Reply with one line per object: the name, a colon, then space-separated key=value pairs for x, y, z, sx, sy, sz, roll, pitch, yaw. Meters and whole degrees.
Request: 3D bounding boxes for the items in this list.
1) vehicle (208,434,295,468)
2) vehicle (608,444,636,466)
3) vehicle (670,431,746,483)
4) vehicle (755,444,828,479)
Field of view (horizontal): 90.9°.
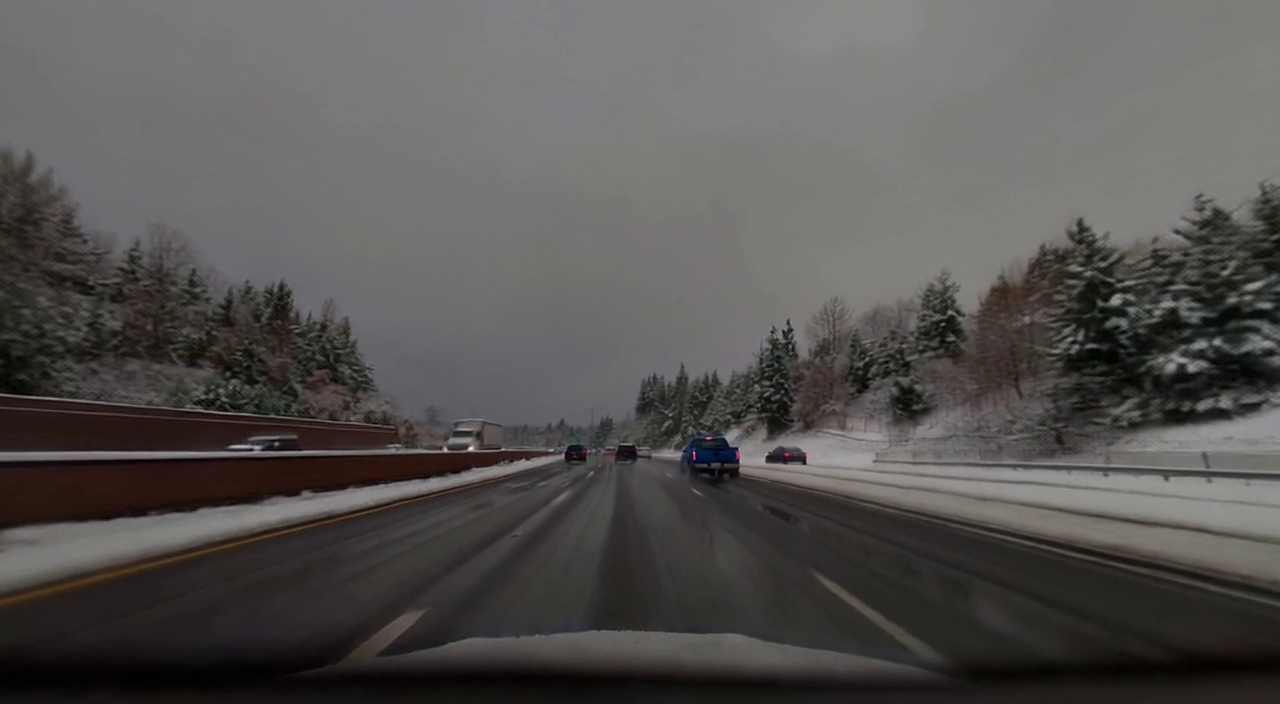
vehicle: x=-22.150 y=5.659 z=36.238 sx=2.003 sy=1.805 sz=5.022 roll=0 pitch=-8 yaw=-2
vehicle: x=-1.436 y=7.886 z=48.535 sx=2.050 sy=1.607 sz=3.821 roll=0 pitch=-8 yaw=-4
vehicle: x=2.733 y=4.412 z=26.910 sx=2.374 sy=1.952 sz=5.431 roll=0 pitch=-8 yaw=-3
vehicle: x=7.049 y=5.115 z=29.872 sx=1.976 sy=1.485 sz=4.925 roll=0 pitch=-8 yaw=-4
